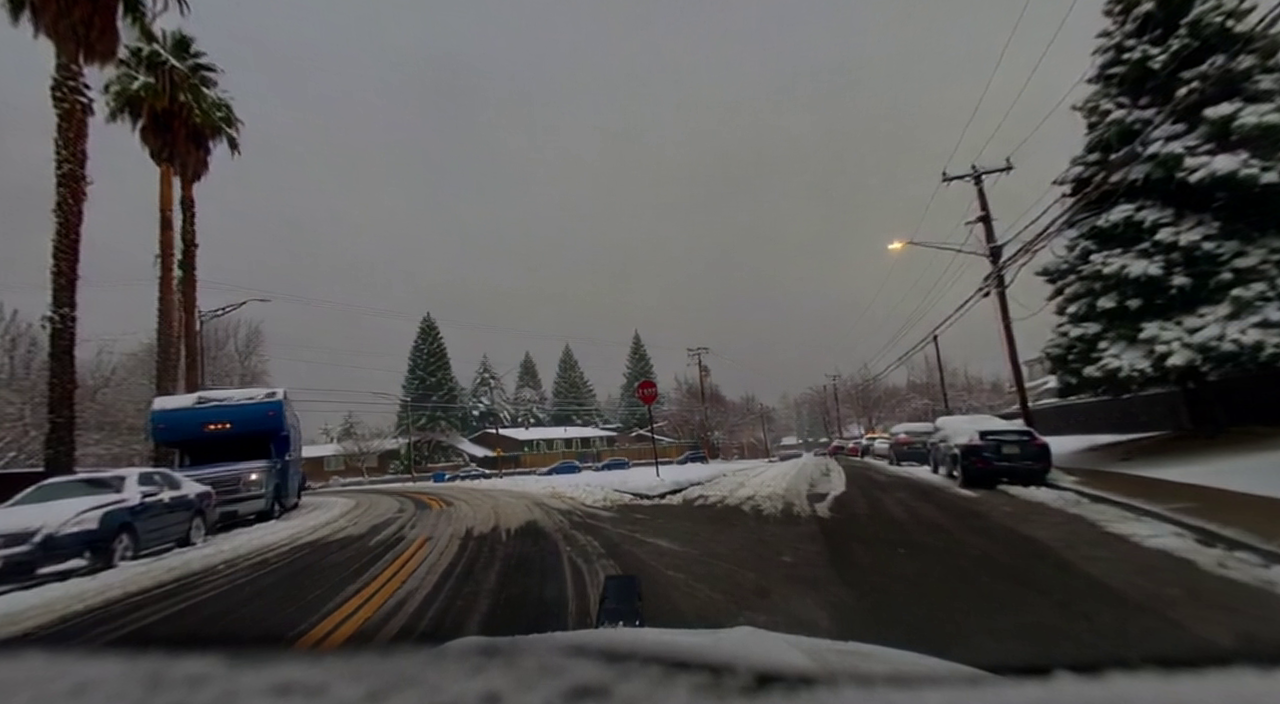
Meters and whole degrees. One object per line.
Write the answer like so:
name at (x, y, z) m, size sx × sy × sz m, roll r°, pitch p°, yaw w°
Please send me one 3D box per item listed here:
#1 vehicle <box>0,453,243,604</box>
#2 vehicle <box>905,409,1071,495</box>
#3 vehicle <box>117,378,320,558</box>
vehicle at (-8.378, 2.557, 10.131) m, size 2.103 × 1.599 × 4.865 m, roll 0°, pitch -7°, yaw -16°
vehicle at (9.136, 2.593, 17.357) m, size 2.508 × 1.887 × 5.930 m, roll -4°, pitch -7°, yaw 15°
vehicle at (-11.844, 3.123, 19.196) m, size 3.216 × 3.720 × 11.364 m, roll 0°, pitch -7°, yaw -24°
